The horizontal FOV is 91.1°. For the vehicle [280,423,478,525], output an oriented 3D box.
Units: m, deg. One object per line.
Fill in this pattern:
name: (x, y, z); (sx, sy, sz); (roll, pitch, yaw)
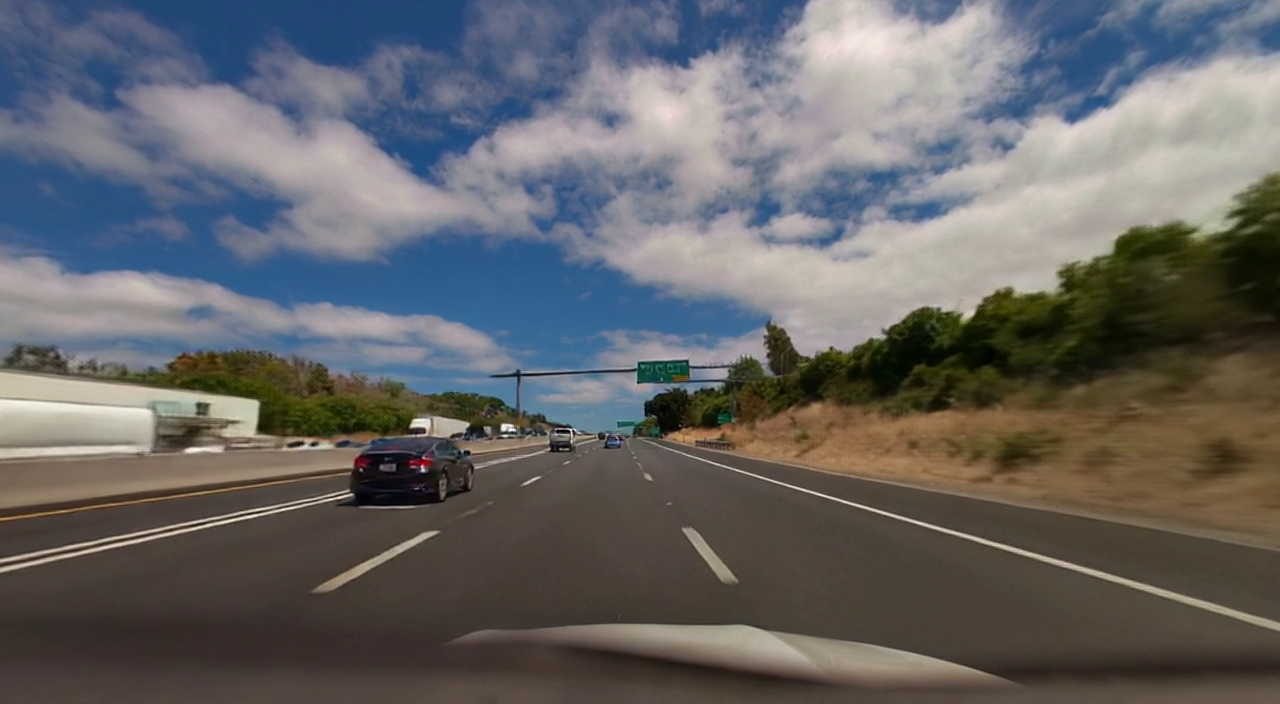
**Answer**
vehicle: (-4.535, 2.152, 11.751); (1.953, 1.550, 4.167); (0, -8, -1)

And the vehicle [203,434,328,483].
vehicle: (-12.417, 3.513, 21.162); (1.947, 1.471, 3.746); (0, -8, -1)

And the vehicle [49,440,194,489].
vehicle: (-17.025, 3.666, 20.881); (1.788, 1.466, 3.581); (0, -8, -2)

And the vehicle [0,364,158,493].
vehicle: (-21.010, 2.422, 19.786); (3.279, 3.865, 10.932); (0, -8, -2)

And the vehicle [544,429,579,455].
vehicle: (-5.982, 6.912, 48.533); (2.115, 1.887, 4.721); (0, -8, -1)
